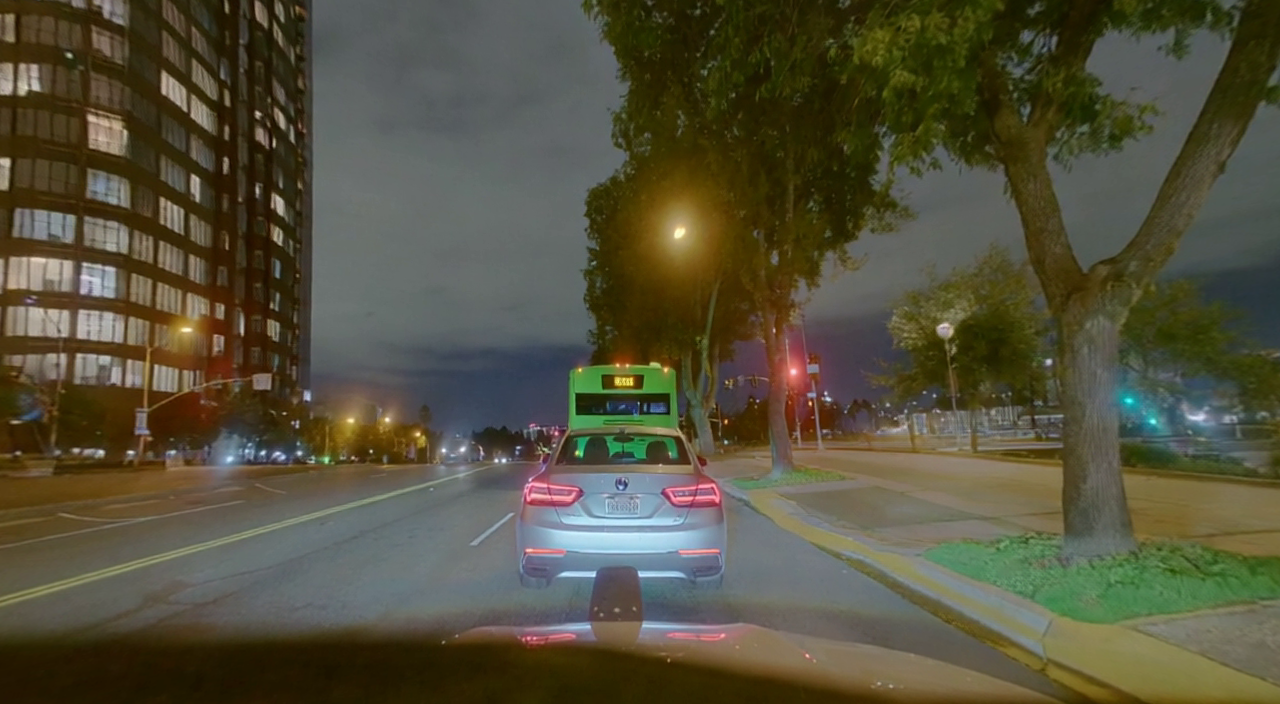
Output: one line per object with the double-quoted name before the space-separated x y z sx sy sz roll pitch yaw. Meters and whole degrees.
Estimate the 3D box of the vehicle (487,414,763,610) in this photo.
"vehicle" -0.154 1.461 6.743 2.064 1.452 3.942 0 -8 -1
